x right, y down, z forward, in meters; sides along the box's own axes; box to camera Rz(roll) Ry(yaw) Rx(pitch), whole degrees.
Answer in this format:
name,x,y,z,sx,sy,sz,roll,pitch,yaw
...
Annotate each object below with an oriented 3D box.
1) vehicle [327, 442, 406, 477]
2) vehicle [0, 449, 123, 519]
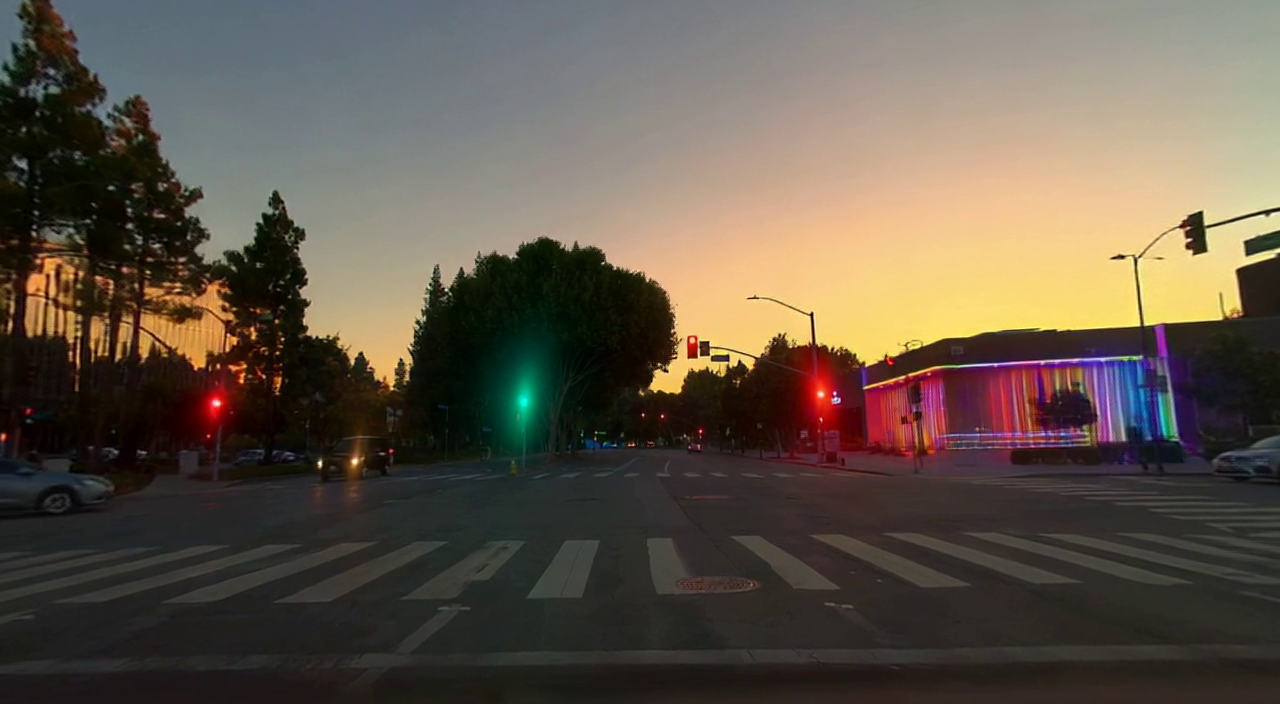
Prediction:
name,x,y,z,sx,sy,sz,roll,pitch,yaw
vehicle,-14.845,5.814,34.532,2.169,1.753,4.640,0,-8,1
vehicle,-16.686,3.373,16.259,4.569,1.658,2.153,2,-9,-12
